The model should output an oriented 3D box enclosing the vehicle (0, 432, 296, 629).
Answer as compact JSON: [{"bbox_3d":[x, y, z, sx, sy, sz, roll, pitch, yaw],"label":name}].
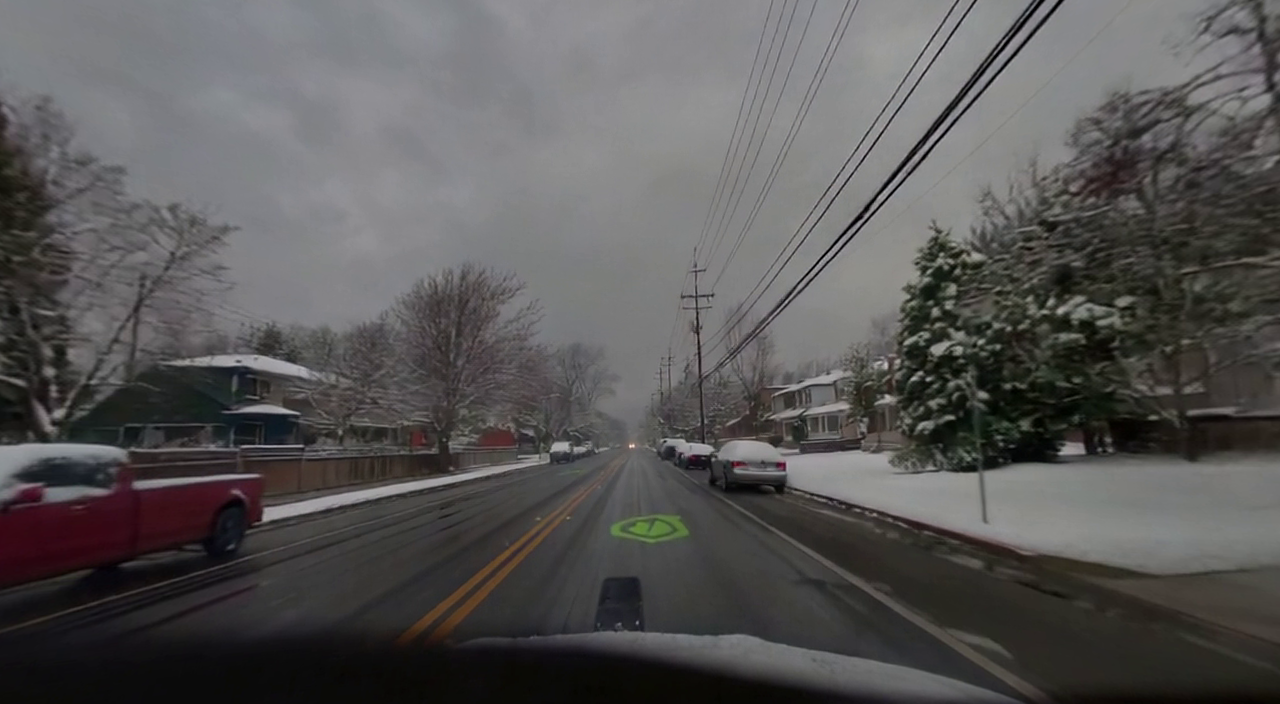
[{"bbox_3d":[-6.628,1.791,7.132,2.195,1.684,5.802,-1,-8,1],"label":"vehicle"}]

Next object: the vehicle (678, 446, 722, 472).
[{"bbox_3d":[3.348,6.054,36.093,1.967,1.382,4.361,0,-8,-1],"label":"vehicle"}]

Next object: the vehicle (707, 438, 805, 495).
[{"bbox_3d":[3.451,3.514,19.864,2.024,1.554,4.867,0,-8,-2],"label":"vehicle"}]
